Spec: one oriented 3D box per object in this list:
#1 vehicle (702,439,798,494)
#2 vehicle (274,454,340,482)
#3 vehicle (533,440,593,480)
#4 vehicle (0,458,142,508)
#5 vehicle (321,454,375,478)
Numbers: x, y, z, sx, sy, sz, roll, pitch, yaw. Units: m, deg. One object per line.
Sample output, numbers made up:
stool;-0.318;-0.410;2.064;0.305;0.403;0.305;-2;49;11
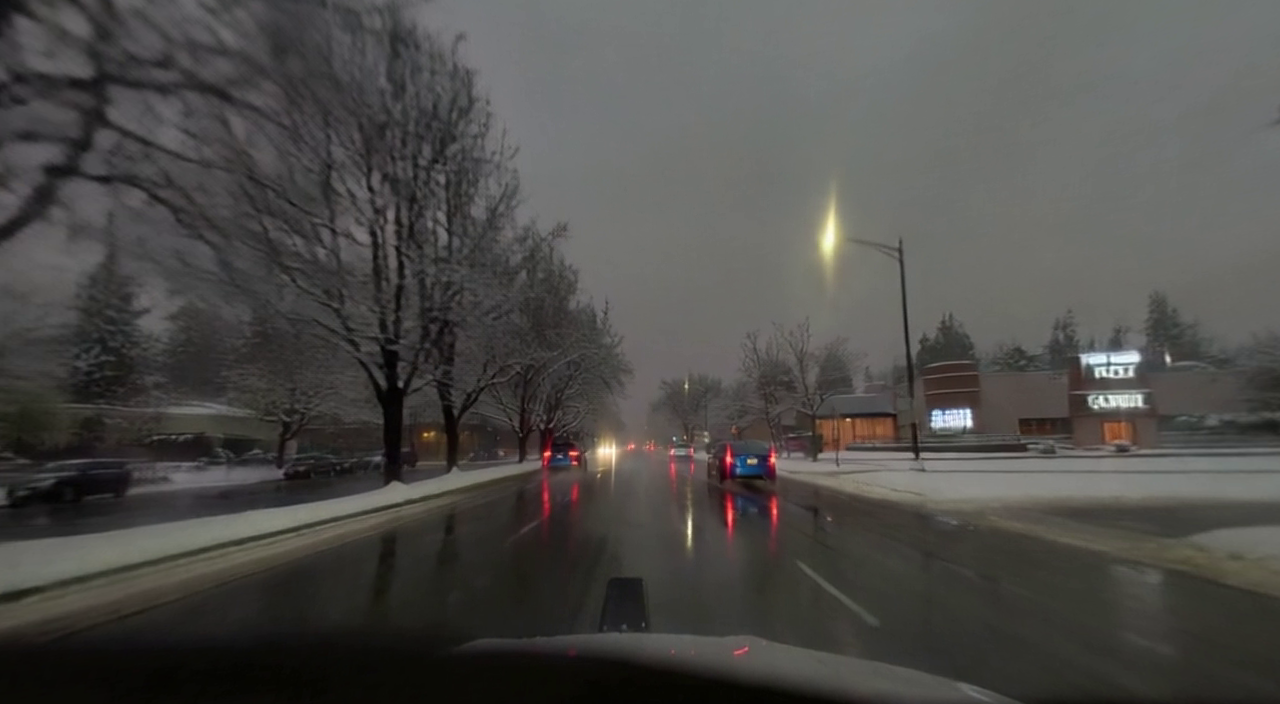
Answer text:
vehicle;3.206;3.444;19.424;2.083;1.474;4.360;0;-8;-1
vehicle;-22.470;7.809;42.733;1.918;1.698;4.581;-1;-8;1
vehicle;-3.336;4.768;28.122;2.113;1.626;4.129;0;-8;0
vehicle;-22.574;5.083;24.925;1.922;1.682;4.638;0;-8;0
vehicle;-22.321;8.696;48.393;1.794;1.664;4.582;-1;-8;1
